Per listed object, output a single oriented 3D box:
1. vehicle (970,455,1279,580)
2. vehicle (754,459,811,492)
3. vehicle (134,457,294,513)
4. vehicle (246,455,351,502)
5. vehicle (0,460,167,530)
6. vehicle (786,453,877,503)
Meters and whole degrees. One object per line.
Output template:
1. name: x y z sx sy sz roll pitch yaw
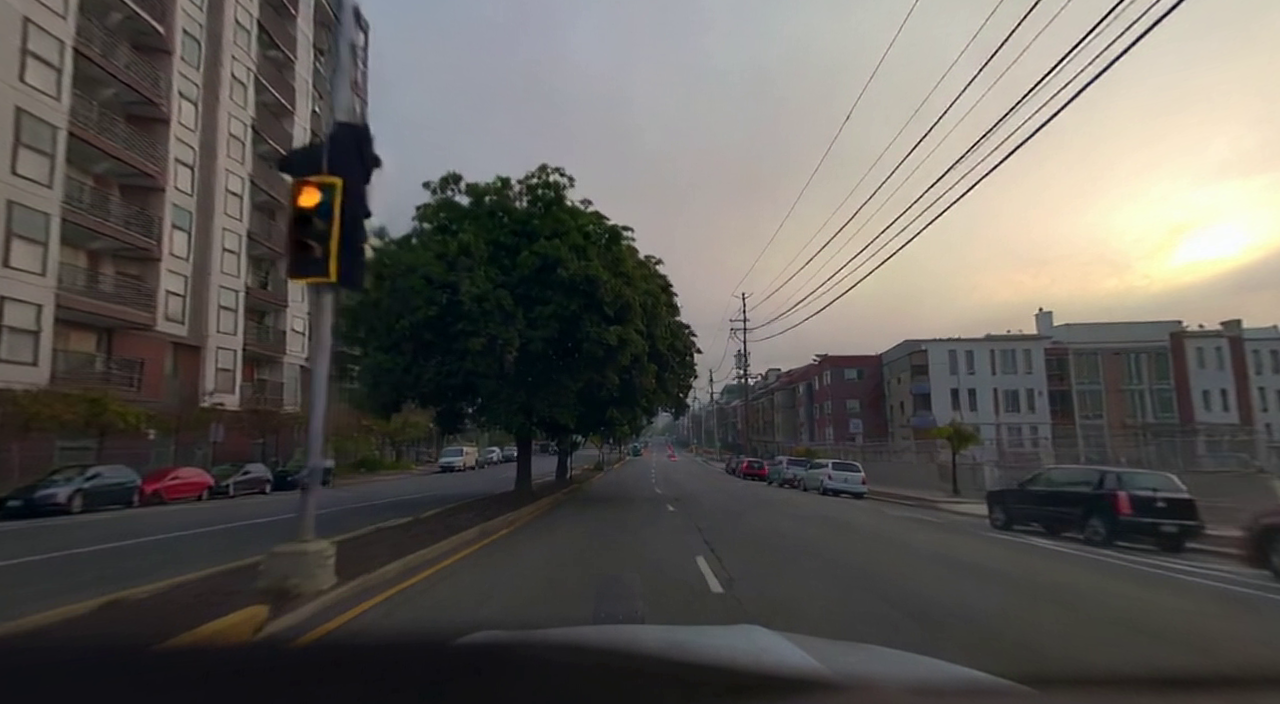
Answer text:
1. vehicle: 7.658 2.482 10.393 1.941 1.496 4.656 0 -8 0
2. vehicle: 7.544 6.586 33.972 1.997 1.517 4.755 0 -8 0
3. vehicle: -14.674 4.557 22.224 2.124 1.626 4.908 0 -8 1
4. vehicle: -14.671 5.430 27.542 2.107 1.771 4.871 0 -8 -4
5. vehicle: -14.662 3.599 16.392 1.879 1.507 3.745 0 -8 -2
6. vehicle: 7.536 4.982 25.400 2.143 1.731 4.781 0 -8 0
